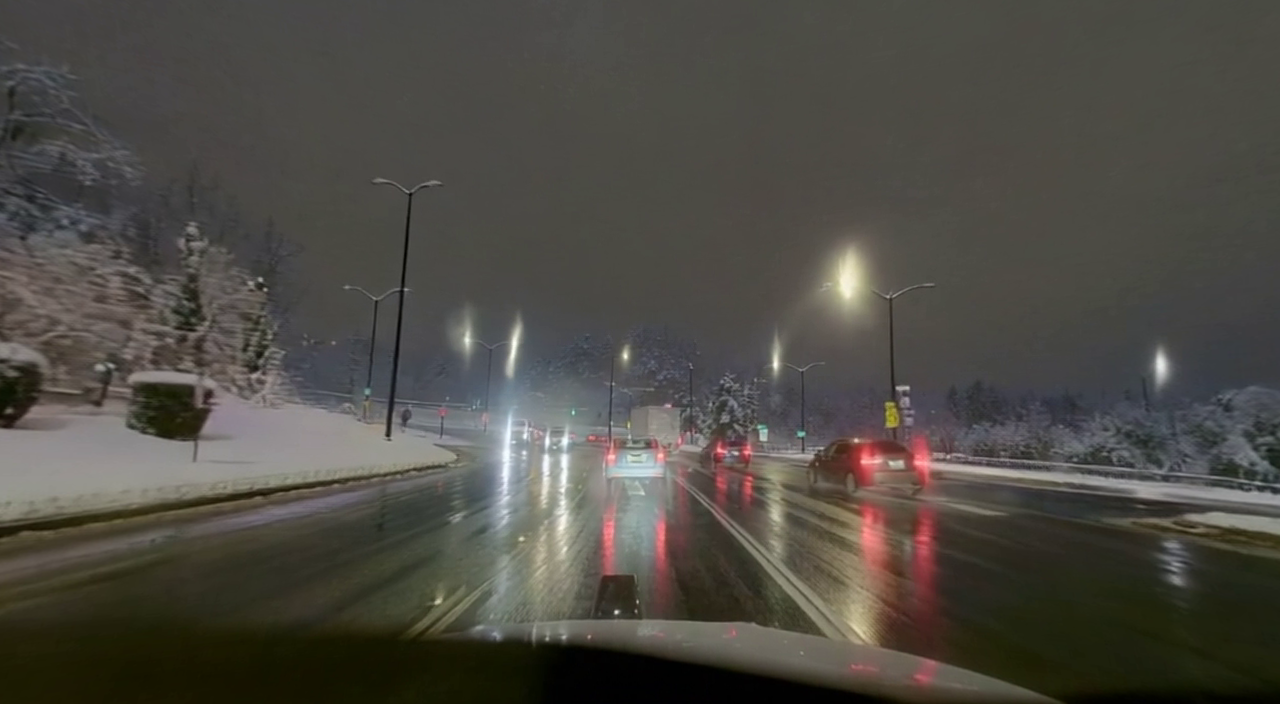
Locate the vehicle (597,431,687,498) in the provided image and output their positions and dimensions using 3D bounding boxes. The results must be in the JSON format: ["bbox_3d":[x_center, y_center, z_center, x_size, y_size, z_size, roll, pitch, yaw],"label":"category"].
[{"bbox_3d":[0.027,2.735,15.808,1.991,1.472,3.518,0,-8,-1],"label":"vehicle"}]

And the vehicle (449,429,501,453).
[{"bbox_3d":[-12.858,6.864,48.869,2.150,1.758,5.255,5,-9,-34],"label":"vehicle"}]

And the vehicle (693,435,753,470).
[{"bbox_3d":[3.641,4.474,28.321,1.889,1.480,3.876,1,-8,-4],"label":"vehicle"}]

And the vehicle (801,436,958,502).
[{"bbox_3d":[5.852,2.885,16.183,2.081,1.434,4.833,0,-8,-1],"label":"vehicle"}]
